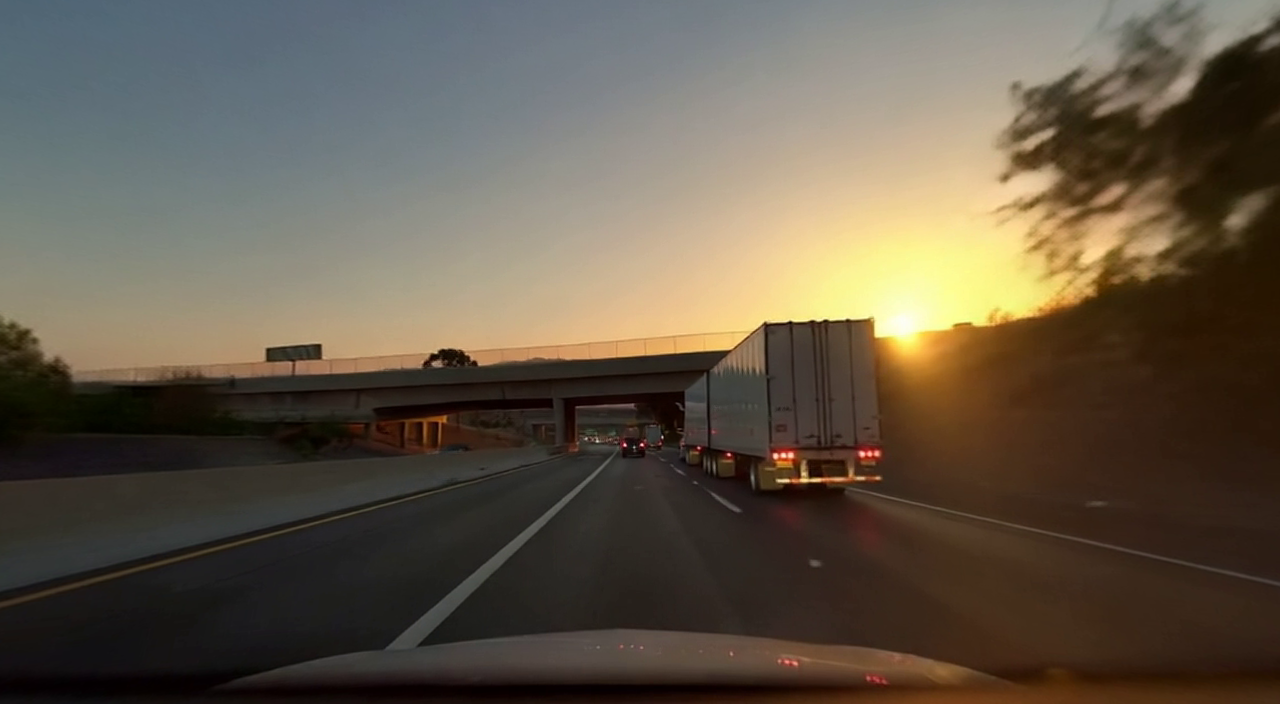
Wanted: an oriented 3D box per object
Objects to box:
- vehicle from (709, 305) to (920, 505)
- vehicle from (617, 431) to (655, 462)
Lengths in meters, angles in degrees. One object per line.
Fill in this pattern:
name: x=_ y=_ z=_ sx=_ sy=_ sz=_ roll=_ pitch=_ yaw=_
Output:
vehicle: x=3.917 y=1.624 z=16.843 sx=2.967 sy=3.961 sz=8.660 roll=0 pitch=-8 yaw=-1
vehicle: x=-0.290 y=6.475 z=43.195 sx=2.456 sy=2.007 sz=4.728 roll=0 pitch=-8 yaw=-1
